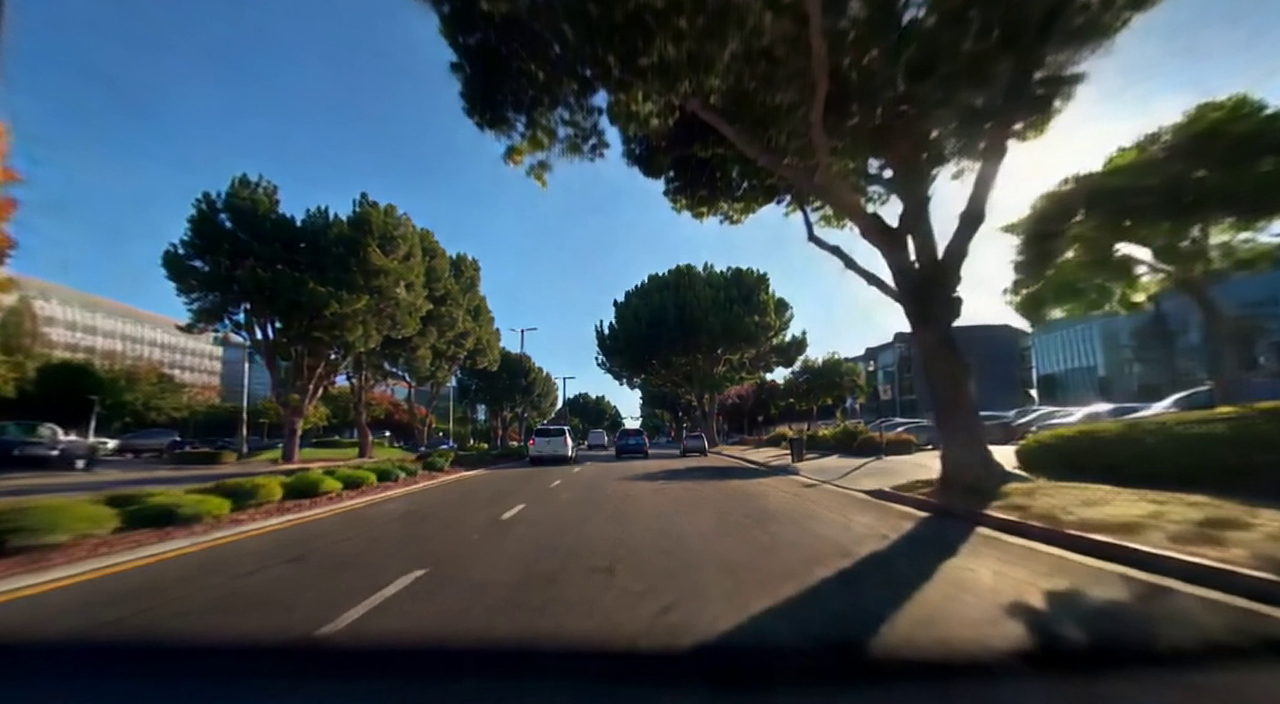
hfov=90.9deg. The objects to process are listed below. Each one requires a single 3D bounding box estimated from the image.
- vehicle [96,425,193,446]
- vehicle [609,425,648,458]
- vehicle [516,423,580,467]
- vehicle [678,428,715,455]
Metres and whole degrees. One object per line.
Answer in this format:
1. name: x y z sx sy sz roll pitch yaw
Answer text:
1. vehicle: -35.366 6.051 45.292 1.883 1.383 5.637 -1 -8 8
2. vehicle: -0.621 4.928 34.749 2.022 1.700 4.084 0 -8 0
3. vehicle: -3.806 3.958 26.911 2.047 1.710 4.314 0 -8 1
4. vehicle: 3.462 5.590 39.277 1.847 1.554 4.052 0 -8 -1
